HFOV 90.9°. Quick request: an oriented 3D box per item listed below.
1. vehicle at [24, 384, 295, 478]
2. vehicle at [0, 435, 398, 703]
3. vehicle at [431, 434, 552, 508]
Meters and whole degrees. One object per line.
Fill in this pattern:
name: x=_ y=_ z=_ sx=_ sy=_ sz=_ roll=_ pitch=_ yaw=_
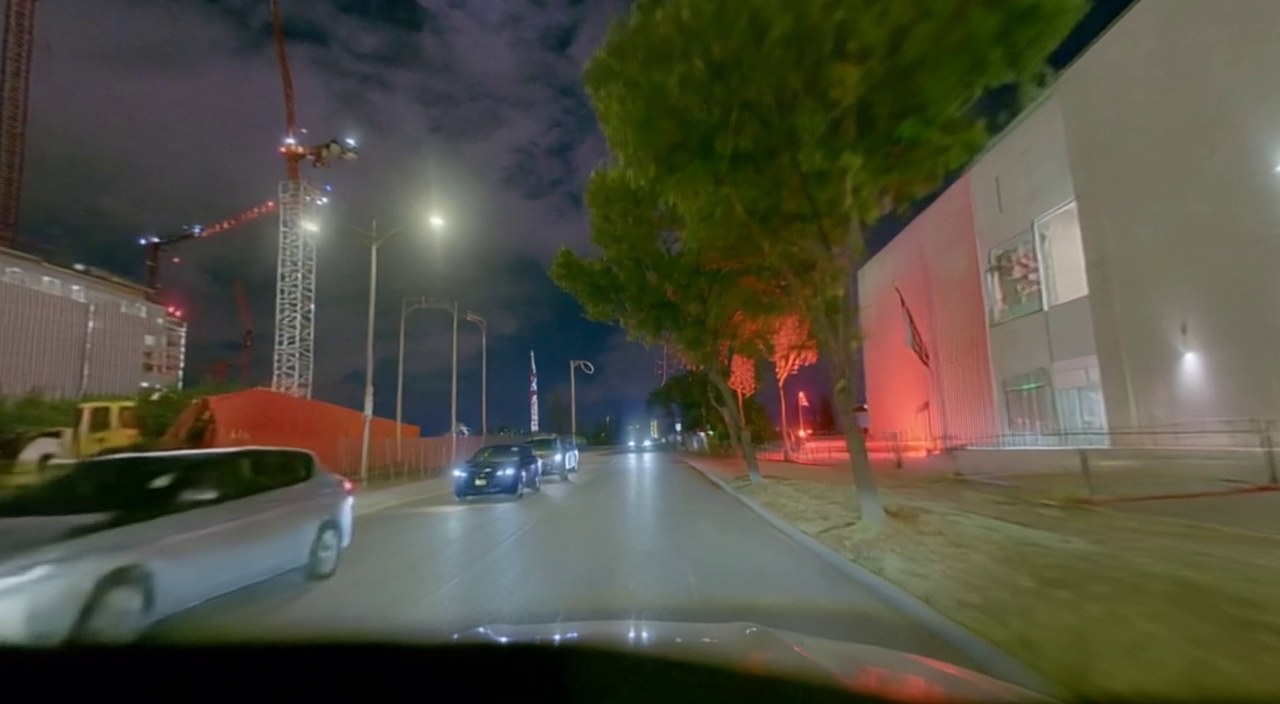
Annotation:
vehicle: x=-13.505 y=2.290 z=17.971 sx=6.039 sy=2.449 sz=2.273 roll=-1 pitch=-8 yaw=6
vehicle: x=-3.941 y=1.471 z=5.404 sx=1.948 sy=1.460 sz=4.394 roll=-1 pitch=-8 yaw=1
vehicle: x=-3.627 y=2.954 z=16.213 sx=1.980 sy=1.635 sz=4.153 roll=-1 pitch=-8 yaw=2
